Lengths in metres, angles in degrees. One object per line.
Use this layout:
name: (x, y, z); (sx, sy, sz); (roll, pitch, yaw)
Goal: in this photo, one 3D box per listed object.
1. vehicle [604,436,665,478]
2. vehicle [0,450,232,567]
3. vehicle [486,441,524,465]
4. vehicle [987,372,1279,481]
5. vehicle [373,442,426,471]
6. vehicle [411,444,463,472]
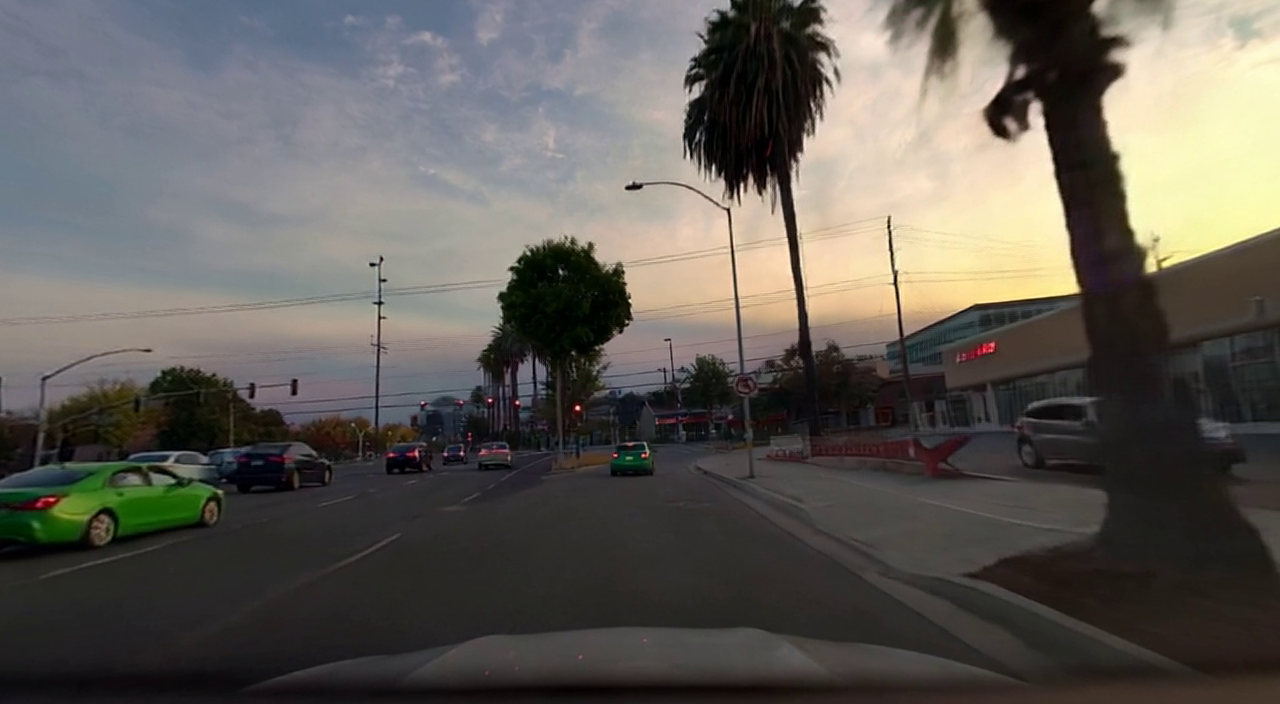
vehicle: (-0.128, 4.144, 25.116); (2.070, 1.493, 4.570); (-1, -8, 4)
vehicle: (-9.114, 2.369, 10.415); (1.958, 1.455, 4.504); (0, -8, -3)
vehicle: (-9.100, 6.846, 42.885); (1.912, 1.487, 4.471); (0, -8, -5)
vehicle: (9.167, 1.481, 12.123); (1.911, 1.658, 4.703); (1, -8, -7)
vehicle: (-15.395, 6.709, 40.717); (2.020, 1.709, 4.343); (0, -8, -5)
vehicle: (-11.610, 6.091, 36.495); (1.905, 1.482, 4.463); (0, -8, -5)
